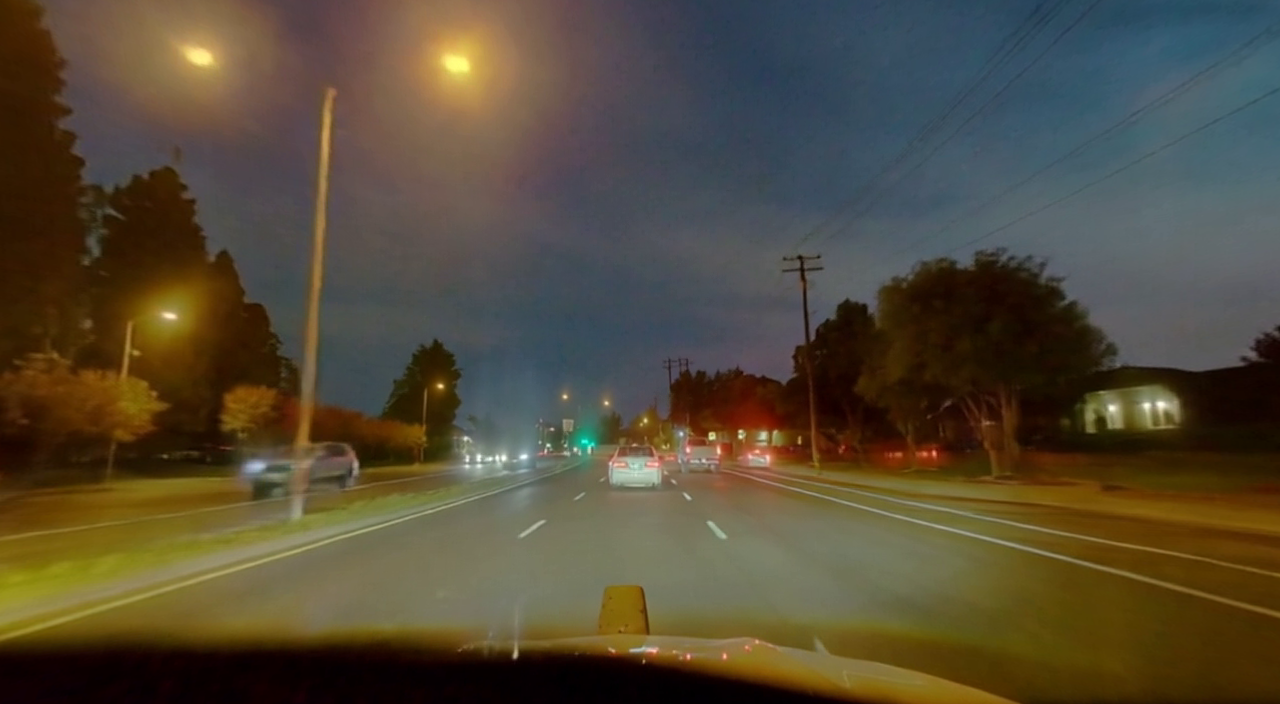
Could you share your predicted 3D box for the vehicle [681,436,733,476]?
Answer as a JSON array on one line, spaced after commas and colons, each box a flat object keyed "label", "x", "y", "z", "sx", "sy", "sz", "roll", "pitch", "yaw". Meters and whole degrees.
[{"label": "vehicle", "x": 3.247, "y": 5.125, "z": 31.377, "sx": 2.073, "sy": 1.822, "sz": 4.276, "roll": 0, "pitch": -8, "yaw": 0}]

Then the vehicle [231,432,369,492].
[{"label": "vehicle", "x": -11.751, "y": 3.814, "z": 22.216, "sx": 2.370, "sy": 1.892, "sz": 4.343, "roll": 0, "pitch": -8, "yaw": 1}]

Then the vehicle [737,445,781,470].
[{"label": "vehicle", "x": 7.749, "y": 6.906, "z": 41.431, "sx": 1.980, "sy": 1.497, "sz": 4.345, "roll": 0, "pitch": -8, "yaw": 0}]

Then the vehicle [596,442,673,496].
[{"label": "vehicle", "x": -0.139, "y": 3.534, "z": 19.556, "sx": 2.140, "sy": 1.474, "sz": 4.026, "roll": 0, "pitch": -8, "yaw": 0}]
